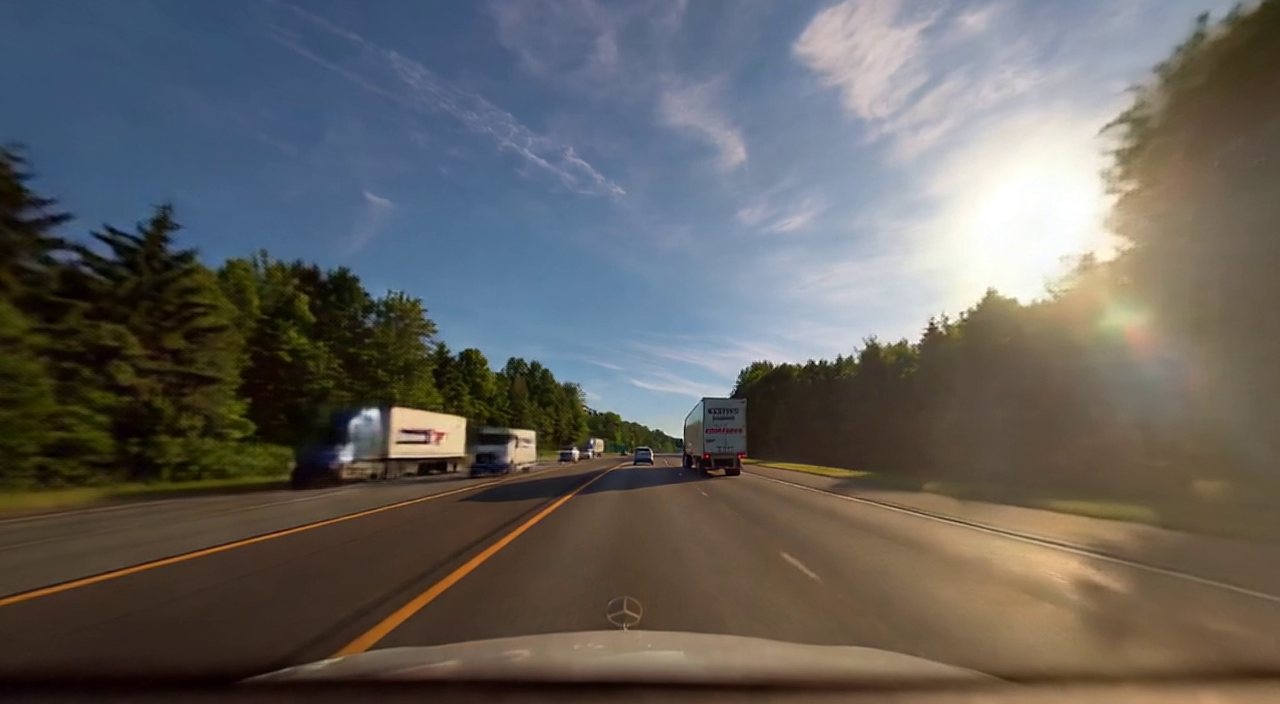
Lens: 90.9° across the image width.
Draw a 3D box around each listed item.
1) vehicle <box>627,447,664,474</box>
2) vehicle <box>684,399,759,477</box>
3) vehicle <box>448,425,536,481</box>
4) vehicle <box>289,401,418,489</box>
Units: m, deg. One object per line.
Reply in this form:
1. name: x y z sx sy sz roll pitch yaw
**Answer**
1. vehicle: 0.351 6.344 37.134 2.074 1.475 3.960 0 -9 1
2. vehicle: 4.803 5.621 40.336 2.909 4.074 14.457 0 -9 0
3. vehicle: -8.225 5.779 36.123 3.033 2.814 7.504 0 -9 1
4. vehicle: -12.911 4.297 29.112 3.001 3.604 5.968 0 -9 1
